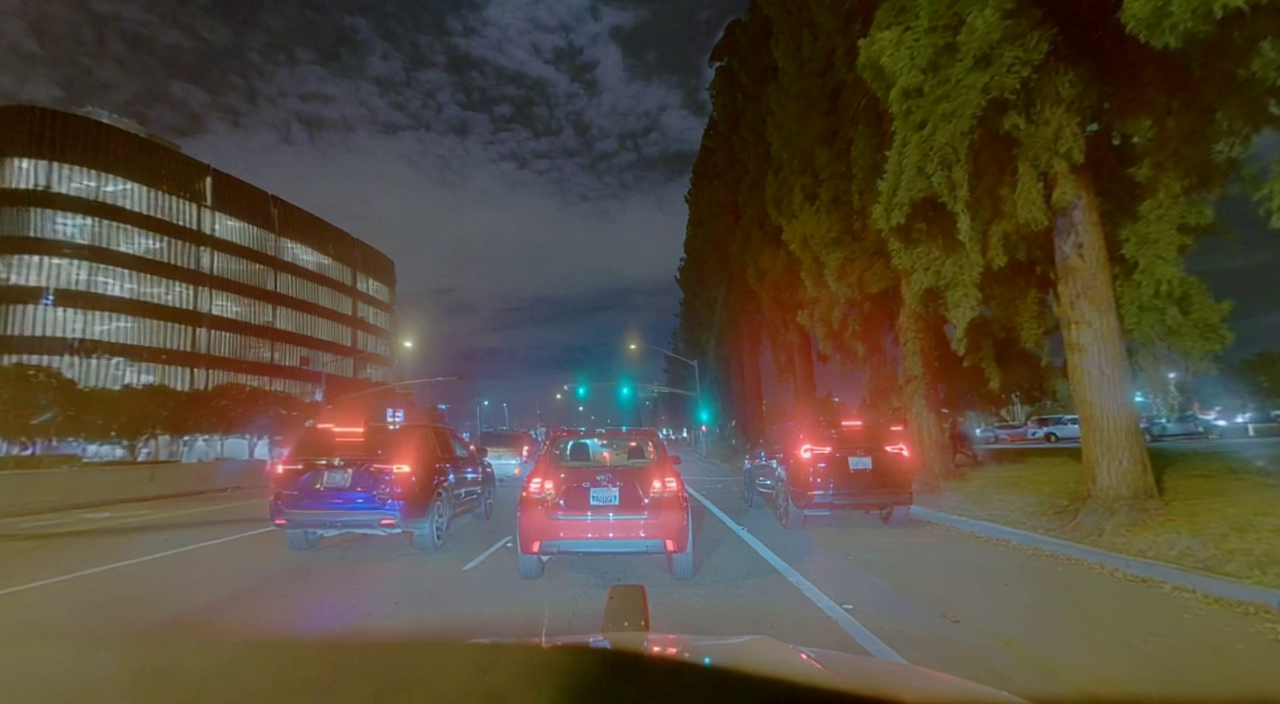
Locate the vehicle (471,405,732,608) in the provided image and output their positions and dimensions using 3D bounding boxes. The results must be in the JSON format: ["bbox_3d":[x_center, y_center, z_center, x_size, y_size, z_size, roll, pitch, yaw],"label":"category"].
[{"bbox_3d":[-0.359,1.586,7.422,2.114,1.631,4.459,0,-8,-1],"label":"vehicle"}]

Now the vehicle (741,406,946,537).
[{"bbox_3d":[3.327,2.082,11.536,2.117,1.879,4.715,0,-8,-1],"label":"vehicle"}]

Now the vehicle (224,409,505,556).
[{"bbox_3d":[-3.768,1.892,9.892,2.141,1.718,4.809,0,-8,1],"label":"vehicle"}]

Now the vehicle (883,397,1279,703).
[{"bbox_3d":[3.234,1.070,3.375,2.045,1.459,4.462,0,-8,-1],"label":"vehicle"}]
